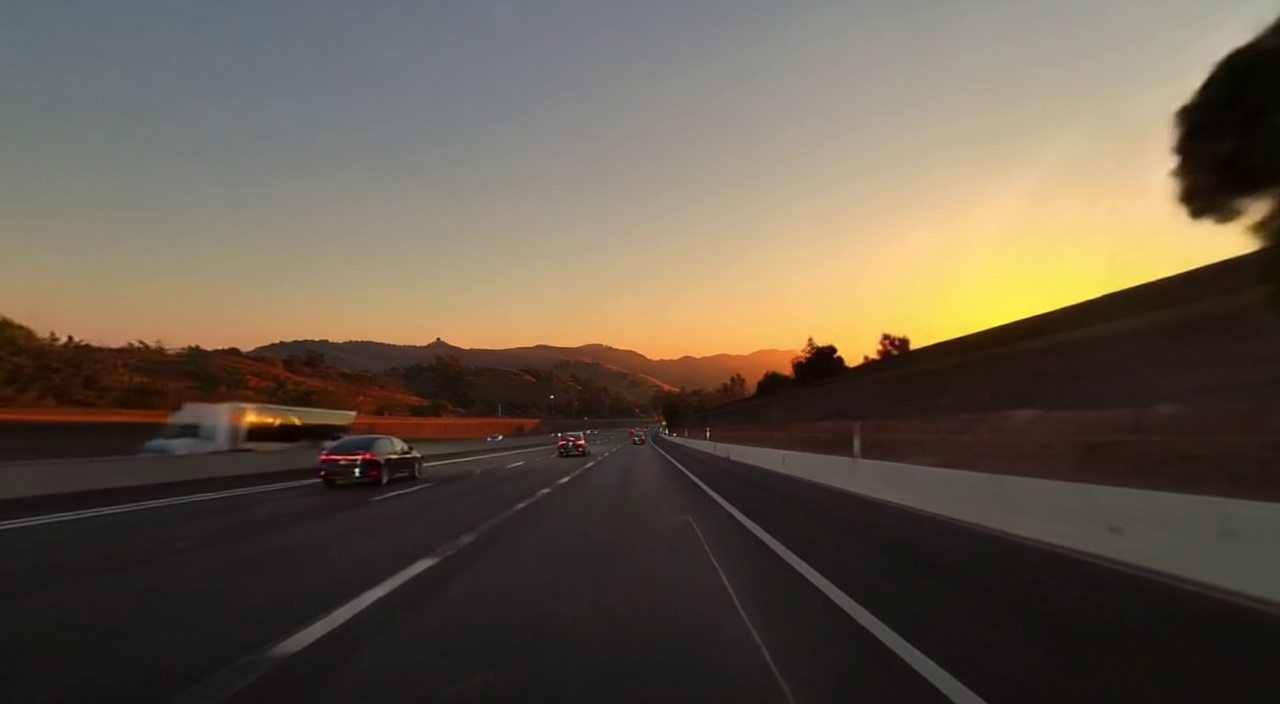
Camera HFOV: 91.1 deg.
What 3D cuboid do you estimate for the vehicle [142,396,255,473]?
[{"bbox_3d":[-24.960,4.662,35.874,2.937,4.060,4.499,0,-7,0],"label":"vehicle"}]

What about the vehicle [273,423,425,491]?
[{"bbox_3d":[-7.862,2.856,17.557,2.113,1.632,4.409,0,-8,0],"label":"vehicle"}]

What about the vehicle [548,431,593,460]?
[{"bbox_3d":[-3.940,5.407,36.466,2.064,1.571,4.225,0,-8,1],"label":"vehicle"}]
